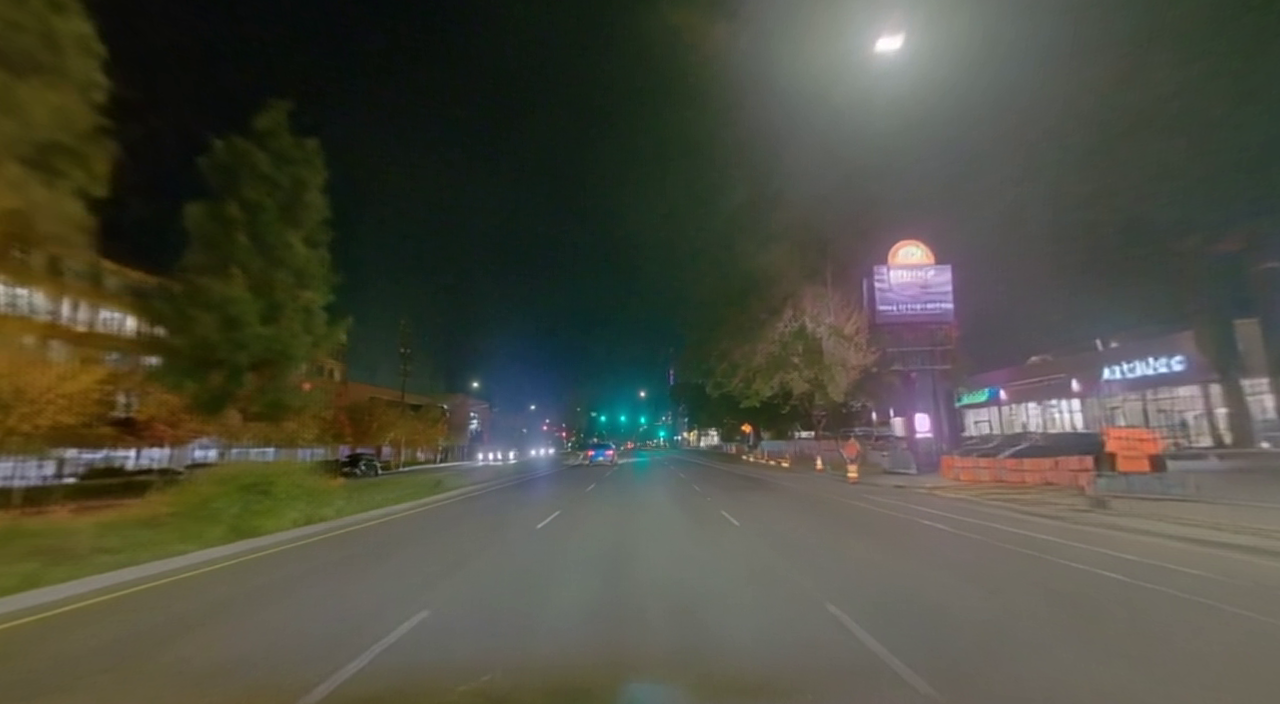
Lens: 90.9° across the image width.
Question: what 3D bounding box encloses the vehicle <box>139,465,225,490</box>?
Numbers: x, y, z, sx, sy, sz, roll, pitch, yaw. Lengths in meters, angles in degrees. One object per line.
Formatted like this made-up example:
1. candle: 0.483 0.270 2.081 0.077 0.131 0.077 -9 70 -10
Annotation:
1. vehicle: -33.231 9.117 45.829 4.764 1.448 1.876 -3 -8 -3

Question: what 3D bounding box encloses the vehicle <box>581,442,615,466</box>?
1. vehicle: -2.653 6.557 40.677 1.926 1.442 4.231 0 -8 0

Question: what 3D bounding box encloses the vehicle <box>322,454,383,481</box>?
1. vehicle: -21.740 8.716 47.890 2.262 1.703 4.728 -5 -8 3
